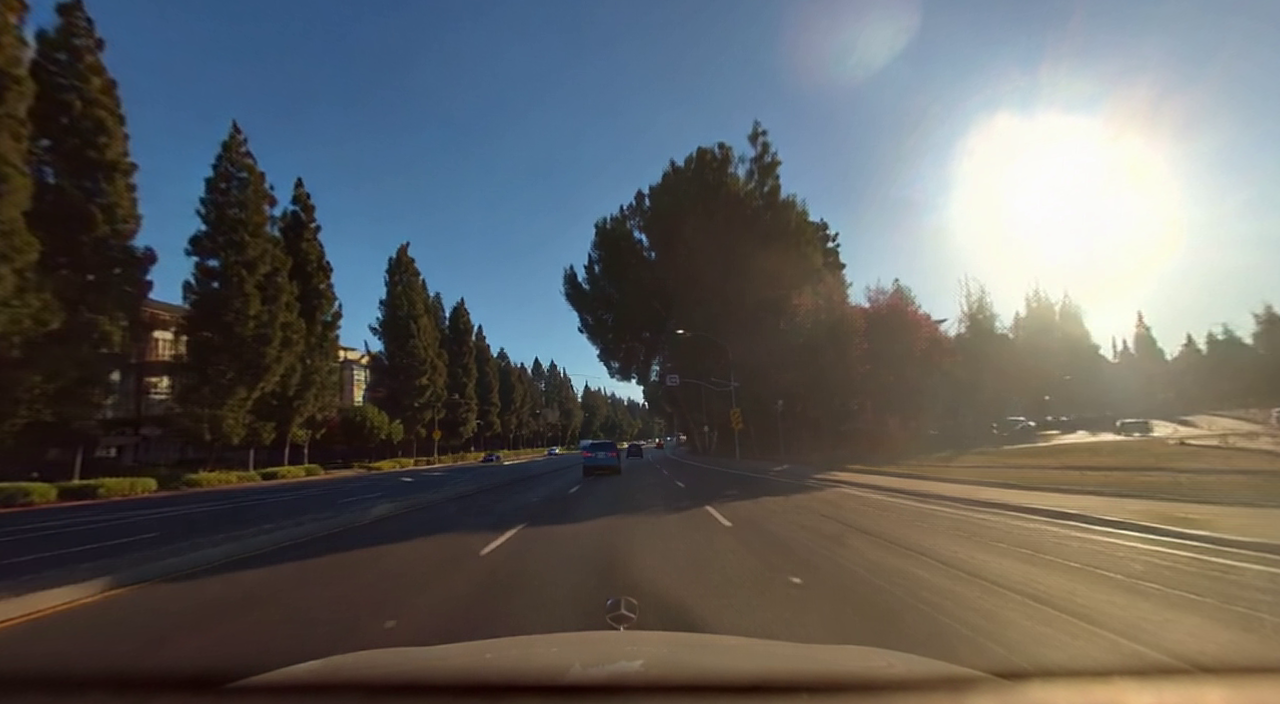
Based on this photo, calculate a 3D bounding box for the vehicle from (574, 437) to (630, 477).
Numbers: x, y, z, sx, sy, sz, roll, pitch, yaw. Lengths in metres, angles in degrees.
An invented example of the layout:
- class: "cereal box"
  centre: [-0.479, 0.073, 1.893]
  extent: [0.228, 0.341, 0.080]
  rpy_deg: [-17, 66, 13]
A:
- class: "vehicle"
  centre: [-1.670, 4.810, 29.179]
  extent: [2.174, 1.703, 4.231]
  rpy_deg: [0, -9, 2]
